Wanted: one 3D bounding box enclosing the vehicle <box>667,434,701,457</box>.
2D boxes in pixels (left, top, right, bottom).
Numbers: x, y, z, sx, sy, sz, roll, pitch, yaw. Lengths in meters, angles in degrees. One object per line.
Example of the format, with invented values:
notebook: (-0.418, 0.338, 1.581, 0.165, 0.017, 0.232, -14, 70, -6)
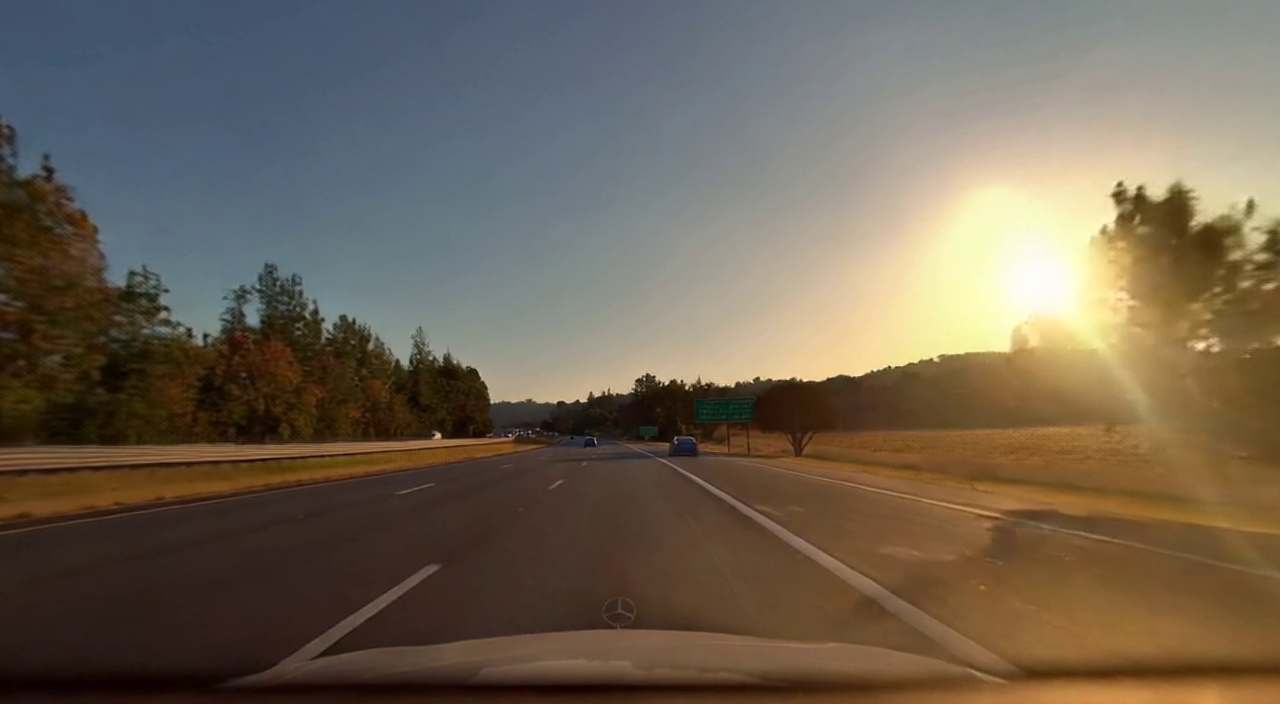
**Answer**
vehicle: (3.286, 7.030, 47.636, 2.084, 1.614, 4.762, 0, -8, -2)
